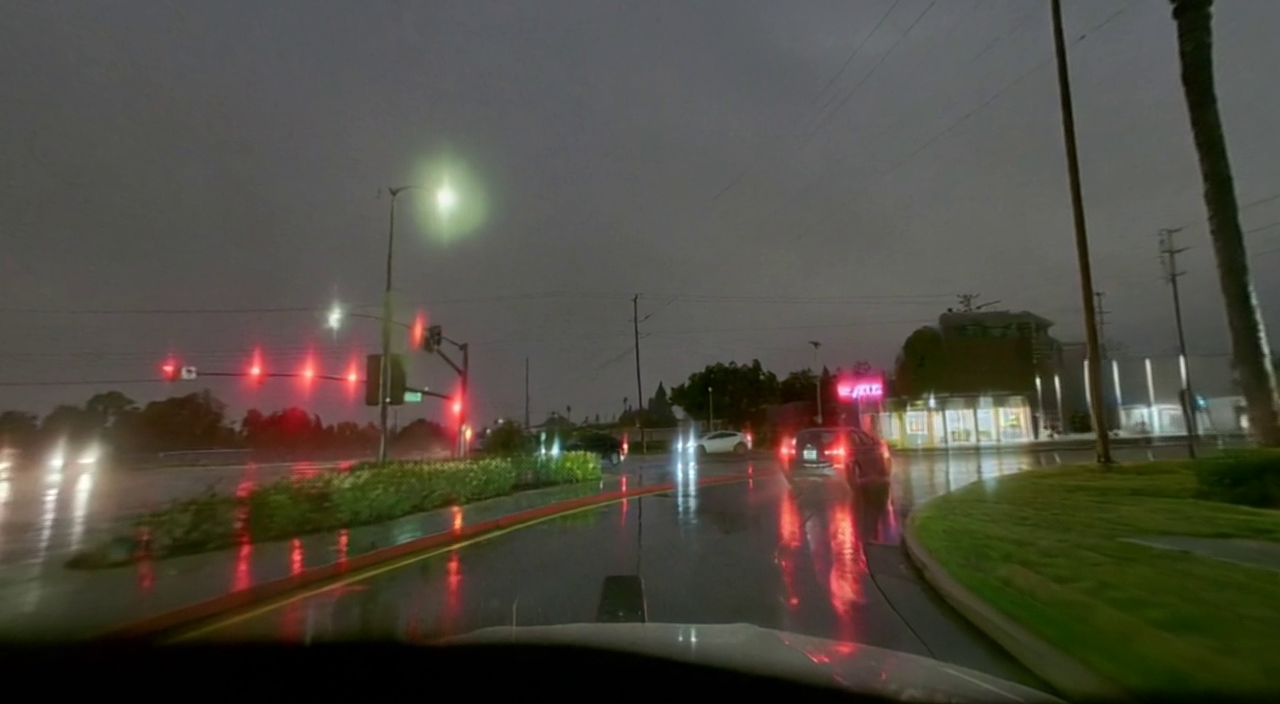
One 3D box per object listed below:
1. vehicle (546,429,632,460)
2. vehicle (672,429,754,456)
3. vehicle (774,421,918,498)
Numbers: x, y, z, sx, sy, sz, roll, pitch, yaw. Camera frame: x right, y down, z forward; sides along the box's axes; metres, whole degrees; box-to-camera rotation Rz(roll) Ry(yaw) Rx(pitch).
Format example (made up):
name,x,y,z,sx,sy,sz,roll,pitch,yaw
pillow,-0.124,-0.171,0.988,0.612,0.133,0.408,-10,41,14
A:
name,x,y,z,sx,sy,sz,roll,pitch,yaw
vehicle,-3.000,5.380,36.760,4.757,1.633,1.932,1,-8,-13
vehicle,4.414,5.512,38.444,4.515,1.492,1.871,0,-9,-11
vehicle,5.014,2.490,14.952,2.070,1.493,4.570,-6,-10,32
